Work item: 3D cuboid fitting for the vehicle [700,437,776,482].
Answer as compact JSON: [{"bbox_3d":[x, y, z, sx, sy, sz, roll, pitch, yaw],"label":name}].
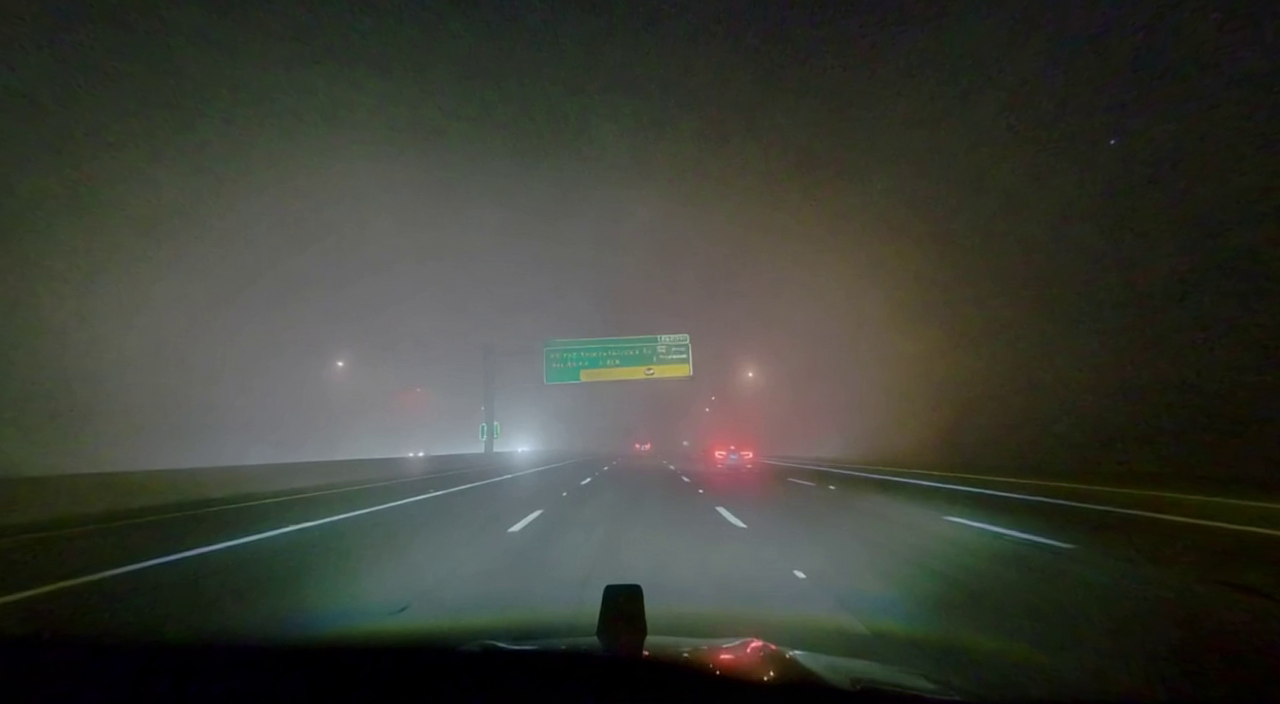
[{"bbox_3d":[3.568,4.022,23.874,1.999,1.492,4.673,0,-8,-1],"label":"vehicle"}]
